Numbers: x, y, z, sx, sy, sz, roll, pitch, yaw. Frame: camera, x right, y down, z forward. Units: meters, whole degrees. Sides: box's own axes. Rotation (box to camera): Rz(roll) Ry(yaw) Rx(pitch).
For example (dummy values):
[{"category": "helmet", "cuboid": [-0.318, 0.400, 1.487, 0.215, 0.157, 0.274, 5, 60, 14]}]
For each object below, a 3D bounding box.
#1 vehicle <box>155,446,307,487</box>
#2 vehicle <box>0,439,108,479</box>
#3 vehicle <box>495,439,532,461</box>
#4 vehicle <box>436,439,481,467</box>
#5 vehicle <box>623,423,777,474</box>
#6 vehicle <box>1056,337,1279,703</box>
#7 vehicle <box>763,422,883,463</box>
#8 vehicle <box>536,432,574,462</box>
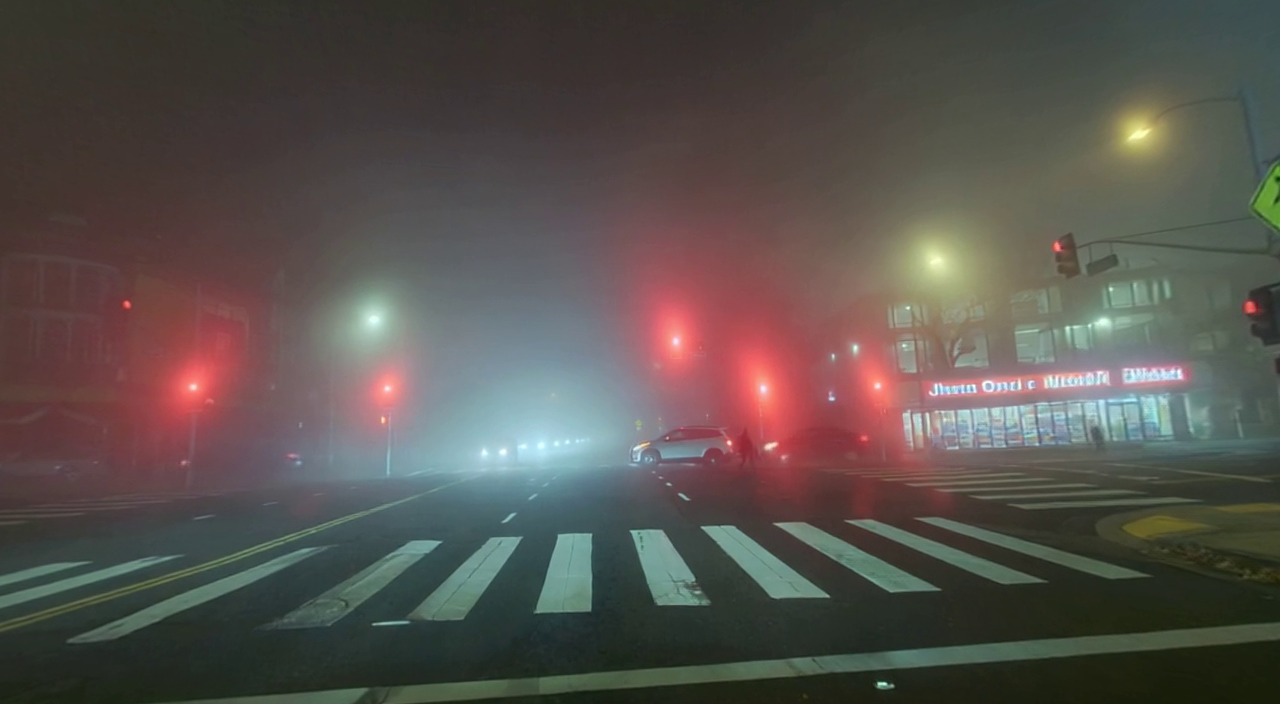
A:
[{"category": "vehicle", "cuboid": [-15.441, 4.338, 24.088, 4.475, 1.458, 1.681, 1, -9, -8]}, {"category": "vehicle", "cuboid": [-31.541, 5.615, 33.537, 2.205, 1.903, 5.877, 1, -9, -10]}, {"category": "vehicle", "cuboid": [-8.645, 6.738, 43.525, 1.906, 1.402, 4.904, 0, -8, -4]}, {"category": "vehicle", "cuboid": [-10.885, 6.097, 38.205, 1.885, 1.545, 4.124, 1, -8, -6]}, {"category": "vehicle", "cuboid": [1.878, 3.105, 20.404, 4.612, 1.521, 1.811, 1, -9, -10]}, {"category": "vehicle", "cuboid": [3.013, 0.609, 0.866, 1.866, 1.654, 4.354, 0, -8, 0]}, {"category": "vehicle", "cuboid": [7.787, 3.883, 27.104, 4.513, 1.682, 1.810, 1, -9, -7]}, {"category": "vehicle", "cuboid": [-5.126, 5.800, 38.608, 1.976, 1.683, 4.117, 0, -8, -4]}]
